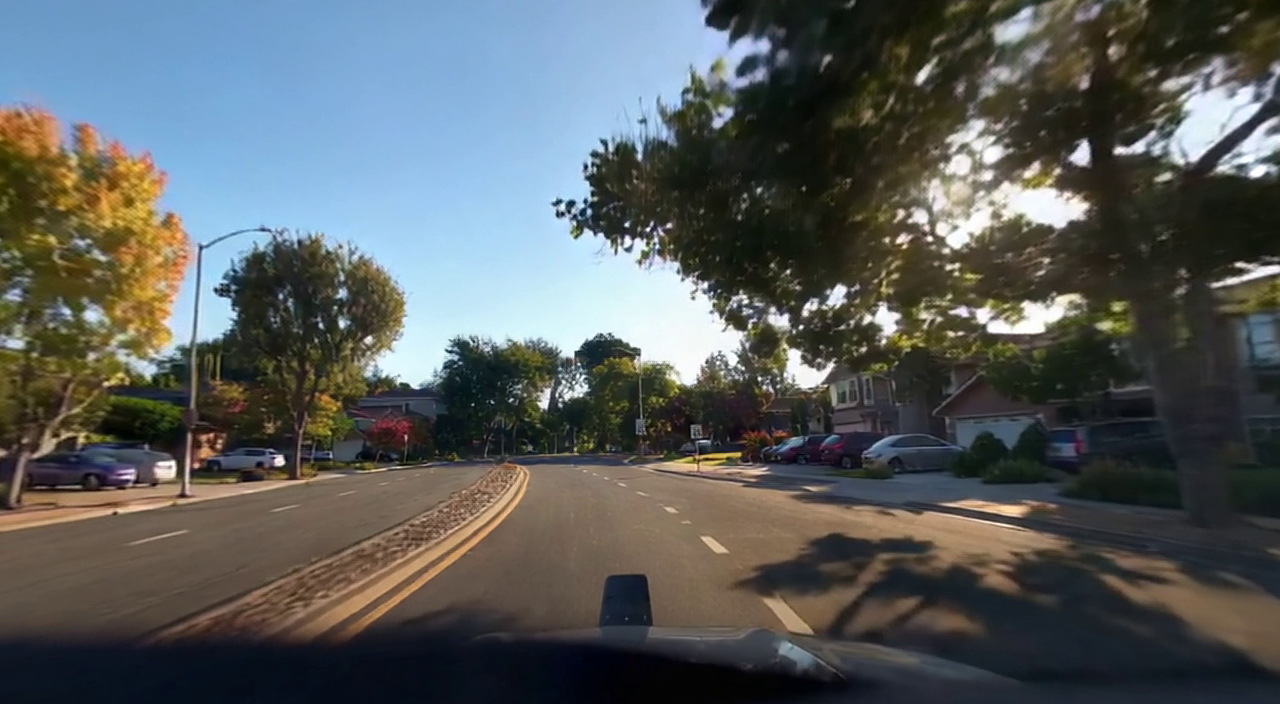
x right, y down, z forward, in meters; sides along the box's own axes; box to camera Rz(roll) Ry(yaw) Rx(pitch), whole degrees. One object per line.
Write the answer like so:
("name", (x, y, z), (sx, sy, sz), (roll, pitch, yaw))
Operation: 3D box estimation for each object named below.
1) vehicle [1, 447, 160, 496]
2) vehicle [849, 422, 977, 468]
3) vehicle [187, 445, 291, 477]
("vehicle", (-21.146, 4.487, 24.006), (3.899, 1.729, 2.064), (1, -8, -7))
("vehicle", (12.225, 4.228, 28.565), (4.693, 1.764, 2.265), (-4, -9, 7))
("vehicle", (-24.845, 6.740, 39.232), (4.879, 1.854, 2.265), (2, -9, -15))
